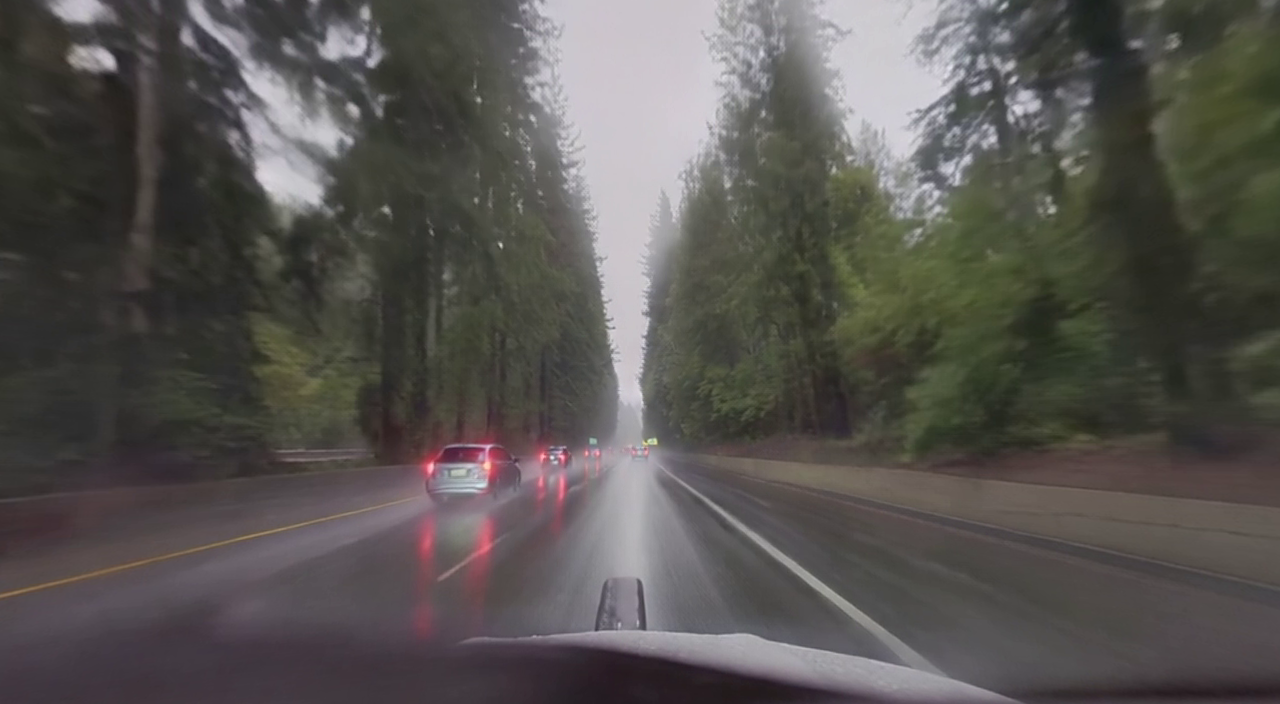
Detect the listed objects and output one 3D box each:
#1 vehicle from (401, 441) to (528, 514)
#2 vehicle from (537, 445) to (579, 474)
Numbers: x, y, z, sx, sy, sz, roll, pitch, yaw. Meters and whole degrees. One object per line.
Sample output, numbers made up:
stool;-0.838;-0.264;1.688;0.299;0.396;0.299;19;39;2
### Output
vehicle;-3.965;2.881;14.986;1.897;1.481;3.859;0;-8;0
vehicle;-4.599;6.099;35.996;1.838;1.508;4.317;0;-8;0
